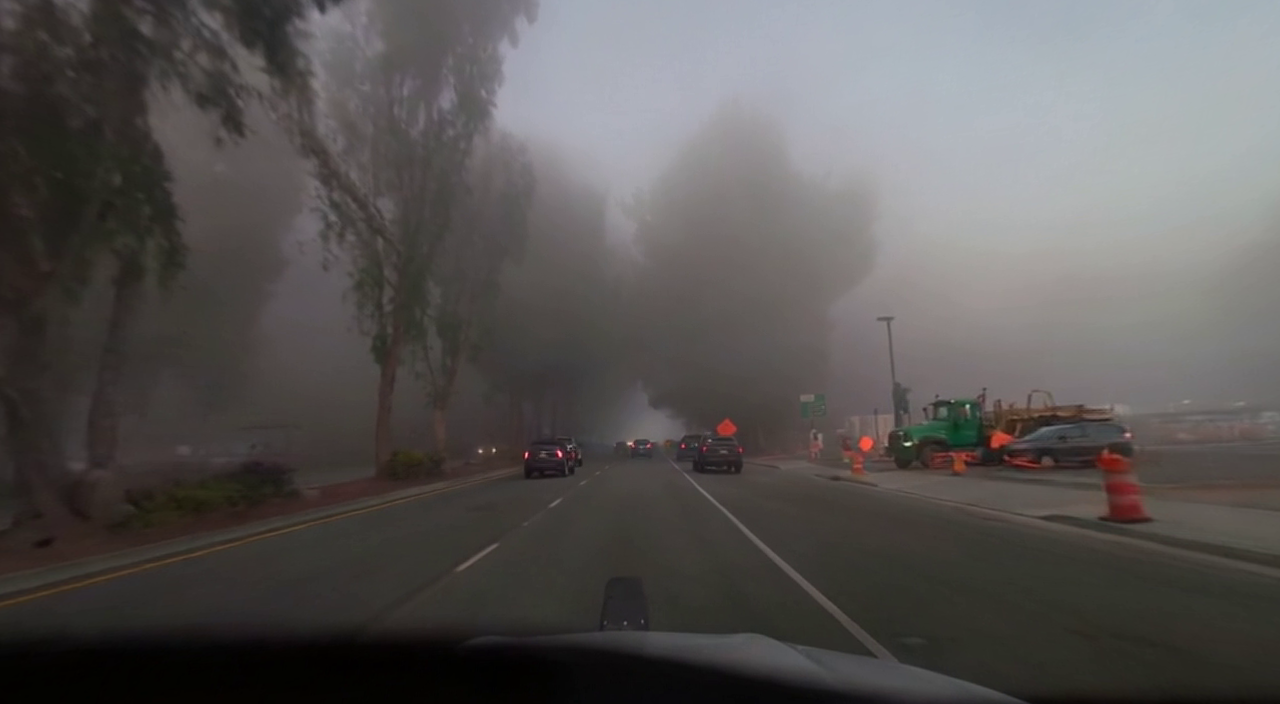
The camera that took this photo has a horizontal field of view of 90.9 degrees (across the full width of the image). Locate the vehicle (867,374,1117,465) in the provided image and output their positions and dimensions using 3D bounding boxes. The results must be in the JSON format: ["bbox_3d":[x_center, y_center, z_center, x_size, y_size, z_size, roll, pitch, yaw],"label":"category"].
[{"bbox_3d":[14.960,2.942,27.328,8.949,3.673,3.044,0,-8,-2],"label":"vehicle"}]

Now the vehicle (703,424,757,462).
[{"bbox_3d":[5.738,5.970,41.250,2.653,2.231,6.793,0,-8,1],"label":"vehicle"}]

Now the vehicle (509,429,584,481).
[{"bbox_3d":[-3.289,3.730,23.047,2.038,1.682,4.399,0,-8,0],"label":"vehicle"}]

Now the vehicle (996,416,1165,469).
[{"bbox_3d":[15.679,3.265,22.677,1.874,1.694,4.535,6,-11,-38],"label":"vehicle"}]
